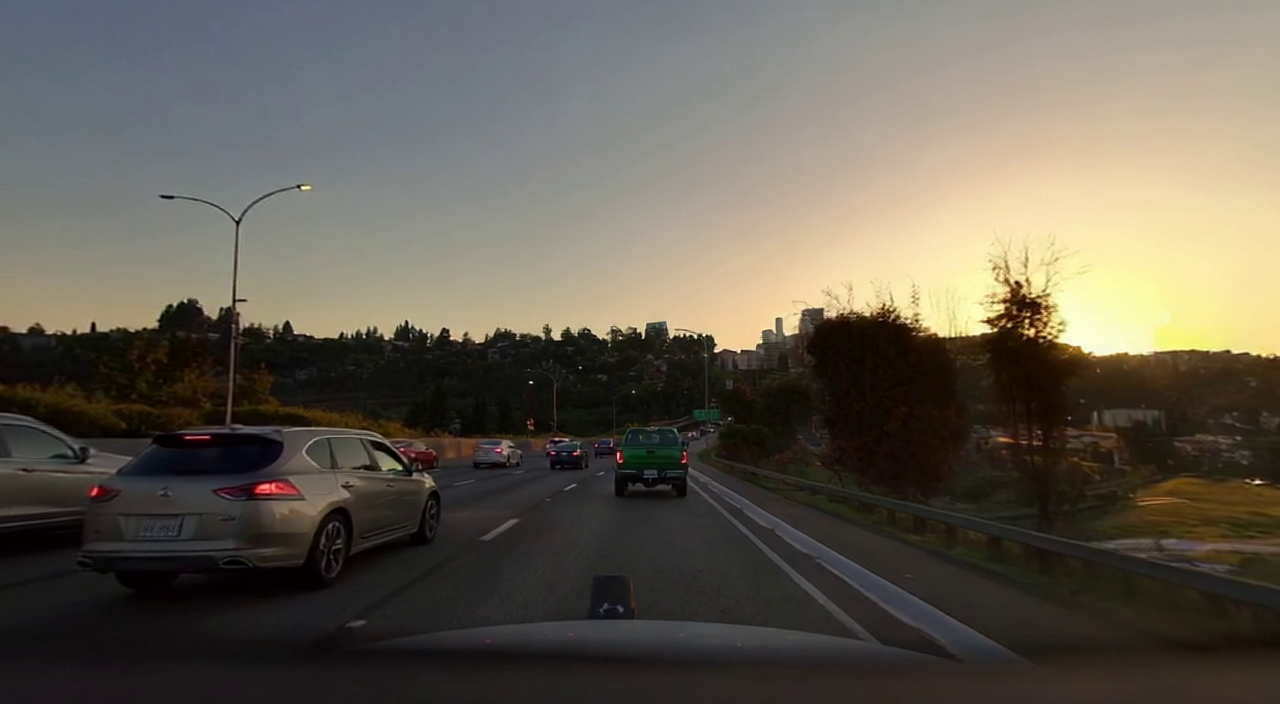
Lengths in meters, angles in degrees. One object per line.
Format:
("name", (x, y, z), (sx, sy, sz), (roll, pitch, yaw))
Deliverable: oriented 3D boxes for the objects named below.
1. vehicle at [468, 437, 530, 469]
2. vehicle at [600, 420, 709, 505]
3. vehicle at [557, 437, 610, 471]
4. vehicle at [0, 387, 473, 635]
("vehicle", (-6.926, 5.034, 31.493), (1.856, 1.459, 4.251), (-1, -9, 4))
("vehicle", (0.374, 2.612, 15.246), (2.235, 1.716, 4.435), (-1, -9, 2))
("vehicle", (-2.572, 4.769, 29.725), (1.868, 1.470, 4.105), (-1, -9, 4))
("vehicle", (-3.486, 1.419, 6.605), (2.076, 1.688, 4.334), (-1, -9, 3))
